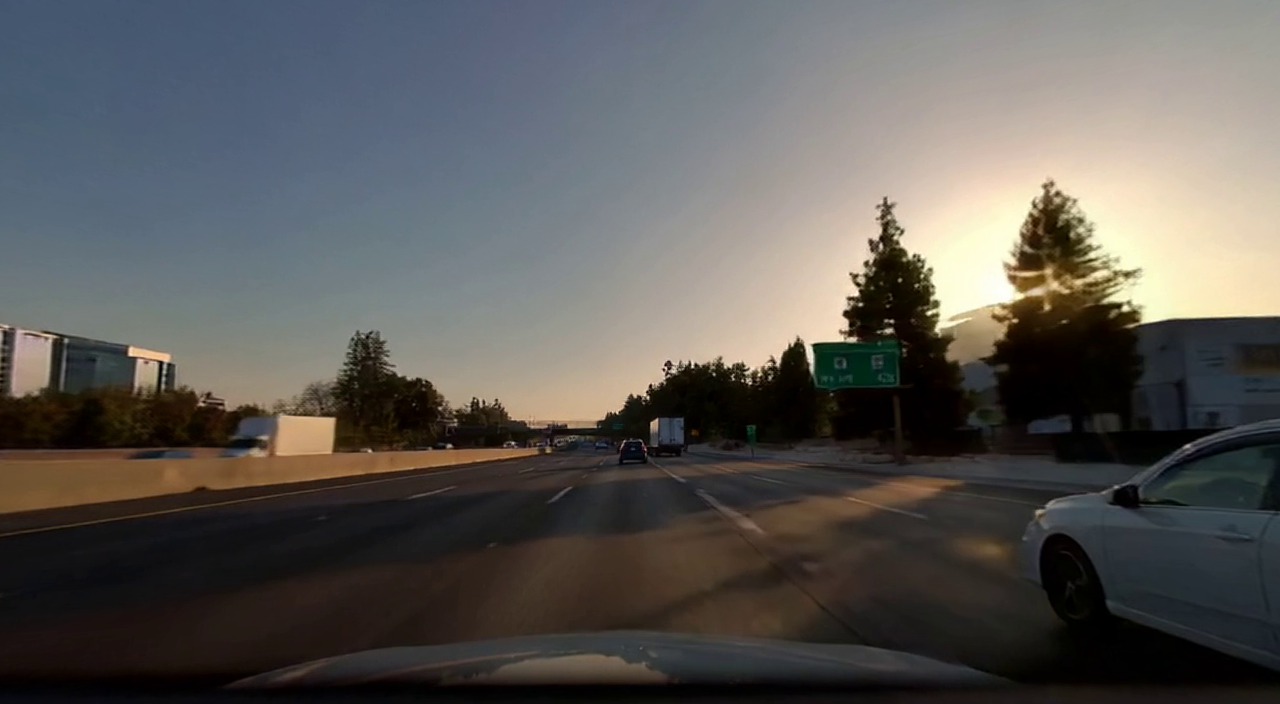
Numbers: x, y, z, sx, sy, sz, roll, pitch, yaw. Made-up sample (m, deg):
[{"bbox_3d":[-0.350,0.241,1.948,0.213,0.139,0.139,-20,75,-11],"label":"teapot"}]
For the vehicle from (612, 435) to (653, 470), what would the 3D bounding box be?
[{"bbox_3d":[-0.467,5.907,37.370,2.297,1.912,4.355,0,-8,-1],"label":"vehicle"}]

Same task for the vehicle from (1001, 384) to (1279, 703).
[{"bbox_3d":[3.646,0.899,2.375,1.950,1.596,4.326,0,-8,-1],"label":"vehicle"}]

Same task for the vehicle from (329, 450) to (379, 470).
[{"bbox_3d":[-22.367,8.442,49.587,1.865,1.461,4.393,0,-8,0],"label":"vehicle"}]

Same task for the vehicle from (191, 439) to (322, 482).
[{"bbox_3d":[-18.147,5.144,30.402,2.356,1.839,6.133,0,-8,2],"label":"vehicle"}]

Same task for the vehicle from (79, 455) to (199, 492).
[{"bbox_3d":[-22.226,5.390,28.277,1.810,1.425,4.316,0,-8,0],"label":"vehicle"}]
